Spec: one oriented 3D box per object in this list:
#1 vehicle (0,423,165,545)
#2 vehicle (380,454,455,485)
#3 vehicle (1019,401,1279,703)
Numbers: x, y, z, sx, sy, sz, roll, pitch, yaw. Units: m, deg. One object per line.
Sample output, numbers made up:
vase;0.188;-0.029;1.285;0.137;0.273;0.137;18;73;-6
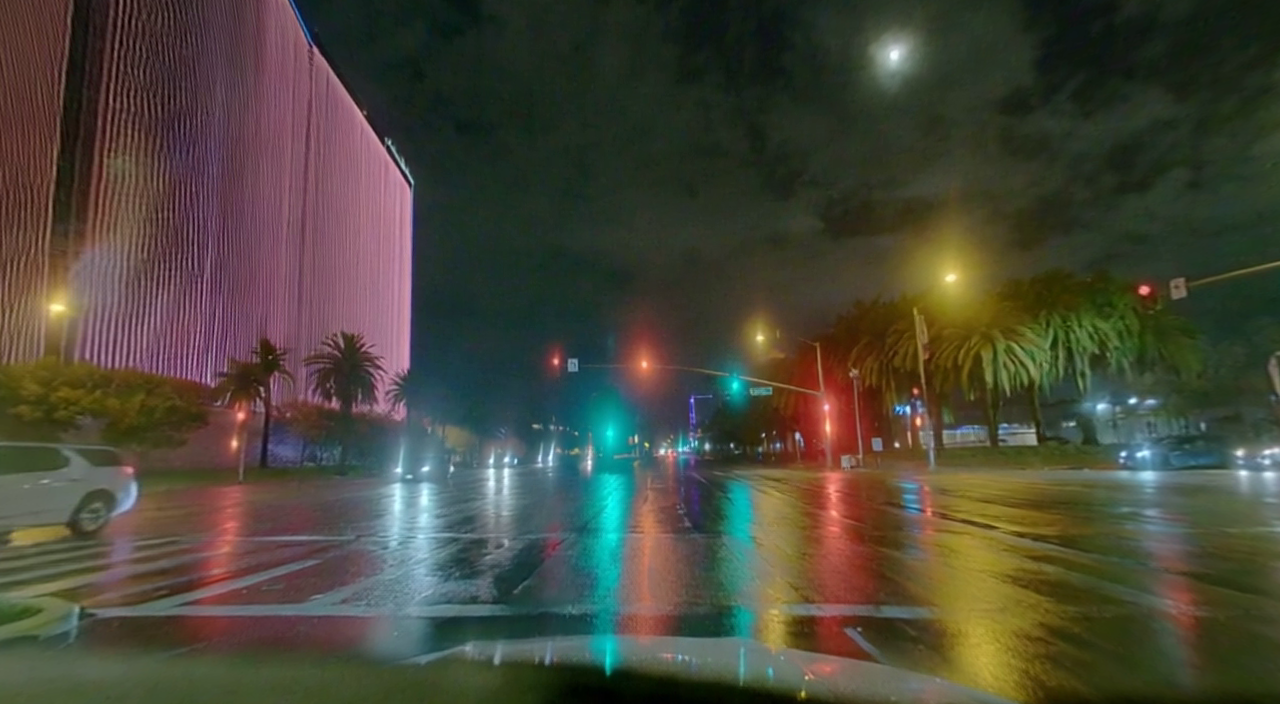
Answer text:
vehicle;-12.468;2.389;11.497;2.614;2.104;6.364;-1;-9;1
vehicle;-11.894;6.294;34.164;2.145;1.504;4.857;-1;-9;2
vehicle;3.240;0.736;1.042;2.106;1.472;4.854;0;-9;-2
